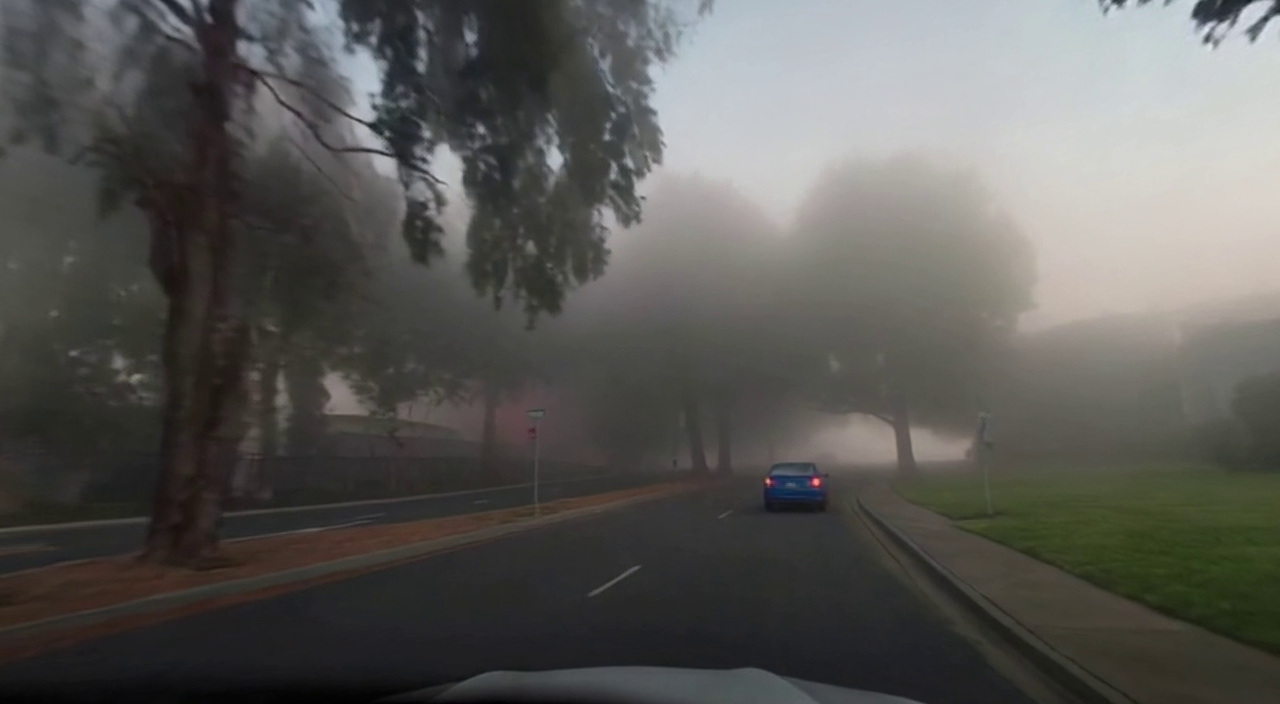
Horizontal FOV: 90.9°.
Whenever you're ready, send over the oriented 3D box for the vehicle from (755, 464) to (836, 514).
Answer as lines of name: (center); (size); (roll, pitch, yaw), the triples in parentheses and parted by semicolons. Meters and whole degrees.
vehicle: (4.817, 4.031, 18.946); (1.972, 1.250, 5.282); (-3, -11, 17)
